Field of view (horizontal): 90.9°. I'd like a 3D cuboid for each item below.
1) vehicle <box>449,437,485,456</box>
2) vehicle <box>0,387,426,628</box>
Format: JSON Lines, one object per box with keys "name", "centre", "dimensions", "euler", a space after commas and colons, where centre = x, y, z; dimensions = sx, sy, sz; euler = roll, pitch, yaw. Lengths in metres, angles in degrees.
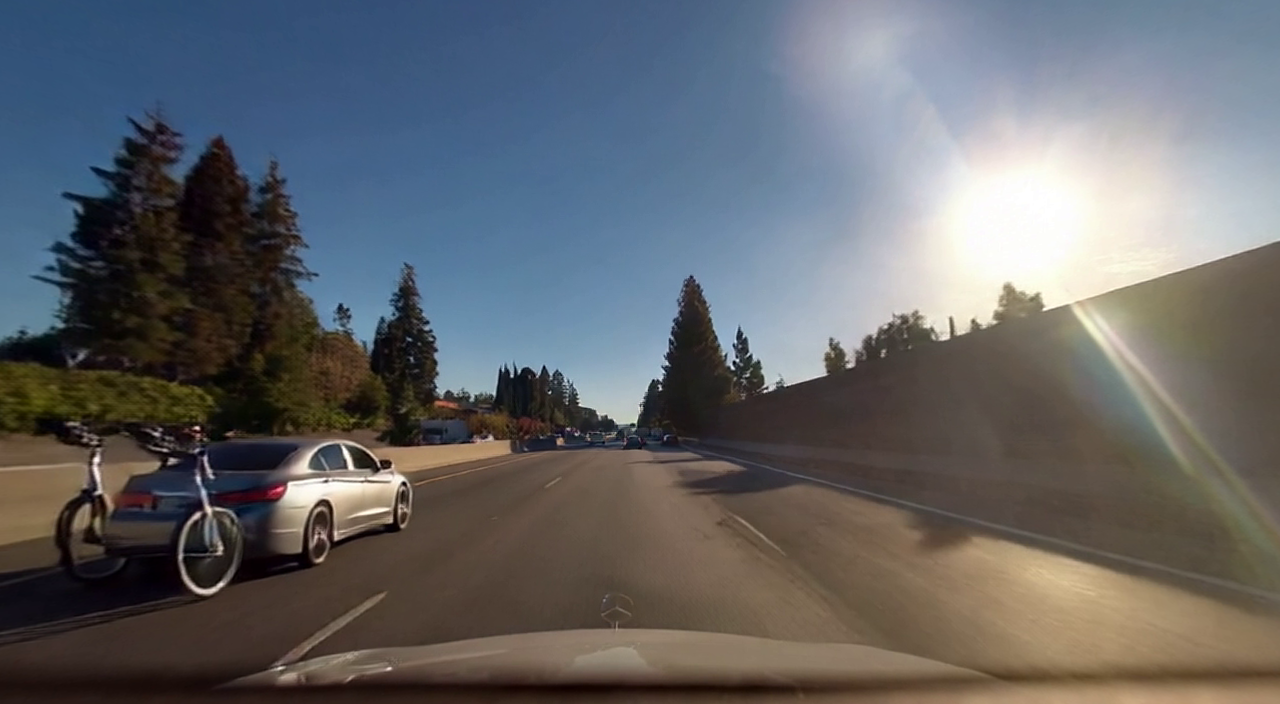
{"name": "vehicle", "centre": [-13.042, 7.118, 47.658], "dimensions": [1.705, 1.387, 3.617], "euler": [0, -8, 0]}
{"name": "vehicle", "centre": [-4.026, 1.356, 6.580], "dimensions": [2.064, 1.647, 4.381], "euler": [0, -8, 0]}
